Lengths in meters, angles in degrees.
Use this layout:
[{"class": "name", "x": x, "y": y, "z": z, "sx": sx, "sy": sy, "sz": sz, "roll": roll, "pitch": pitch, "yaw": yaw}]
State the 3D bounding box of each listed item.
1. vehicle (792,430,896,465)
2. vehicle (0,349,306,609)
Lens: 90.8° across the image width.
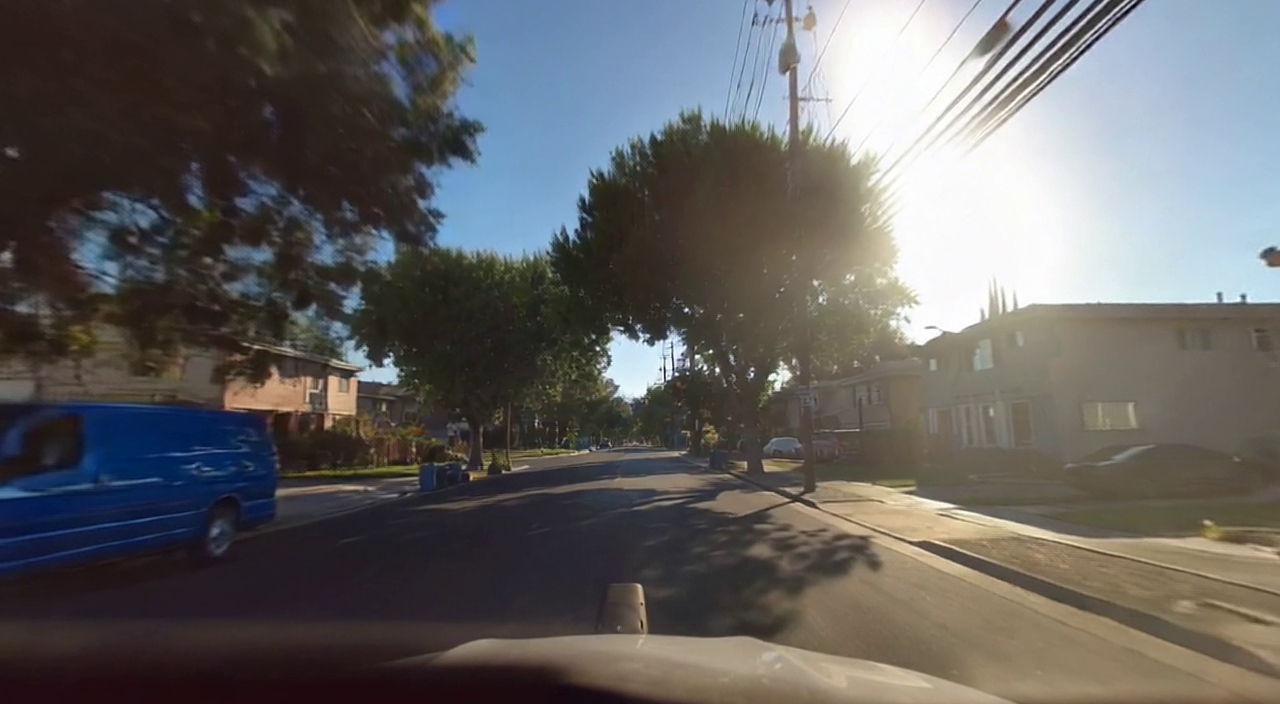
[{"class": "vehicle", "x": 10.873, "y": 5.139, "z": 33.914, "sx": 4.902, "sy": 1.794, "sz": 1.975, "roll": -1, "pitch": -8, "yaw": 3}, {"class": "vehicle", "x": -5.812, "y": 1.159, "z": 6.002, "sx": 2.263, "sy": 1.915, "sz": 5.071, "roll": -2, "pitch": -9, "yaw": 3}]
